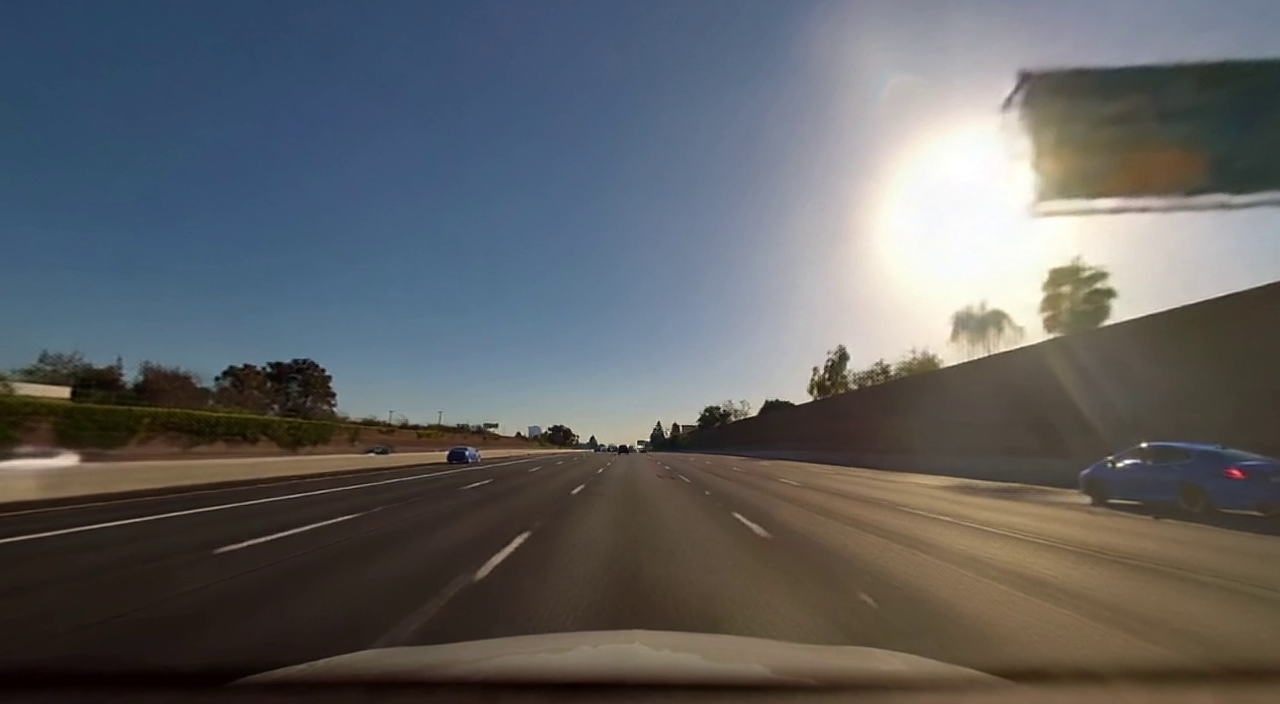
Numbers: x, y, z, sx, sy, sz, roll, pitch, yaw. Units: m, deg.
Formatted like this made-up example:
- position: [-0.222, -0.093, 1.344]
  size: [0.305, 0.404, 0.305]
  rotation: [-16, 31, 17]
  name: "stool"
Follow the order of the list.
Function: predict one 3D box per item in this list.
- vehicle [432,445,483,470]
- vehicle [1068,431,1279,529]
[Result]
- position: [-11.412, 6.601, 39.835]
  size: [1.921, 1.452, 4.429]
  rotation: [0, -8, 0]
  name: "vehicle"
- position: [10.711, 2.287, 11.963]
  size: [1.985, 1.493, 4.486]
  rotation: [0, -8, -1]
  name: "vehicle"
